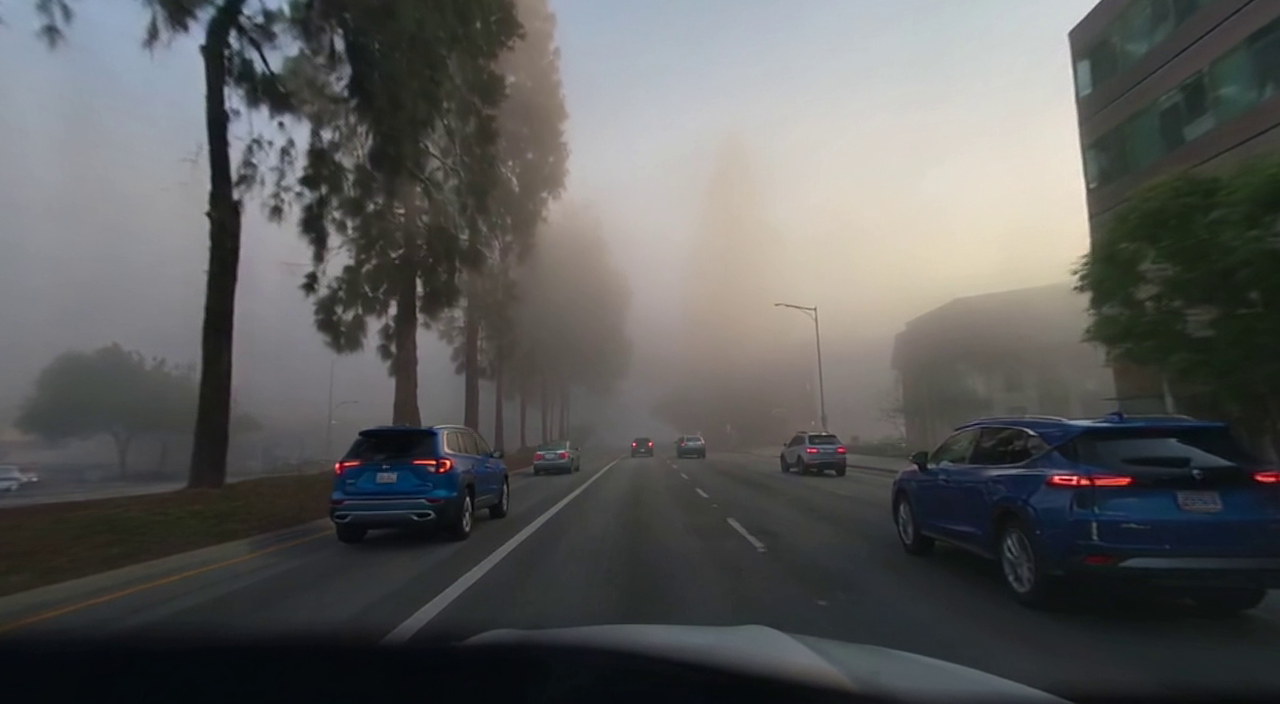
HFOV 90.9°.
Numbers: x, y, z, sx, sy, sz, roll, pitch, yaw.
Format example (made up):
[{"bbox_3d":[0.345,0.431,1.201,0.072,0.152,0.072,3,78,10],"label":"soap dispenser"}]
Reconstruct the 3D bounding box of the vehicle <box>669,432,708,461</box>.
[{"bbox_3d":[3.215,6.452,43.043,2.178,1.804,4.766,0,-9,-1],"label":"vehicle"}]

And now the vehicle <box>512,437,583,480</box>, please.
[{"bbox_3d":[-3.459,4.072,24.377,2.036,1.465,4.301,0,-9,1],"label":"vehicle"}]

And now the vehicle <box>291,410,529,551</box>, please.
[{"bbox_3d":[-3.234,1.914,10.051,2.141,1.719,4.379,0,-9,0],"label":"vehicle"}]

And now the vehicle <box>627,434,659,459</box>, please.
[{"bbox_3d":[0.205,7.283,48.411,2.304,1.795,4.526,0,-8,0],"label":"vehicle"}]

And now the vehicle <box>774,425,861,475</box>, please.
[{"bbox_3d":[6.915,3.873,25.062,2.076,1.793,4.464,0,-9,-1],"label":"vehicle"}]

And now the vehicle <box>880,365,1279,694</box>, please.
[{"bbox_3d":[3.911,1.219,5.484,2.088,1.666,4.512,-1,-9,4],"label":"vehicle"}]
